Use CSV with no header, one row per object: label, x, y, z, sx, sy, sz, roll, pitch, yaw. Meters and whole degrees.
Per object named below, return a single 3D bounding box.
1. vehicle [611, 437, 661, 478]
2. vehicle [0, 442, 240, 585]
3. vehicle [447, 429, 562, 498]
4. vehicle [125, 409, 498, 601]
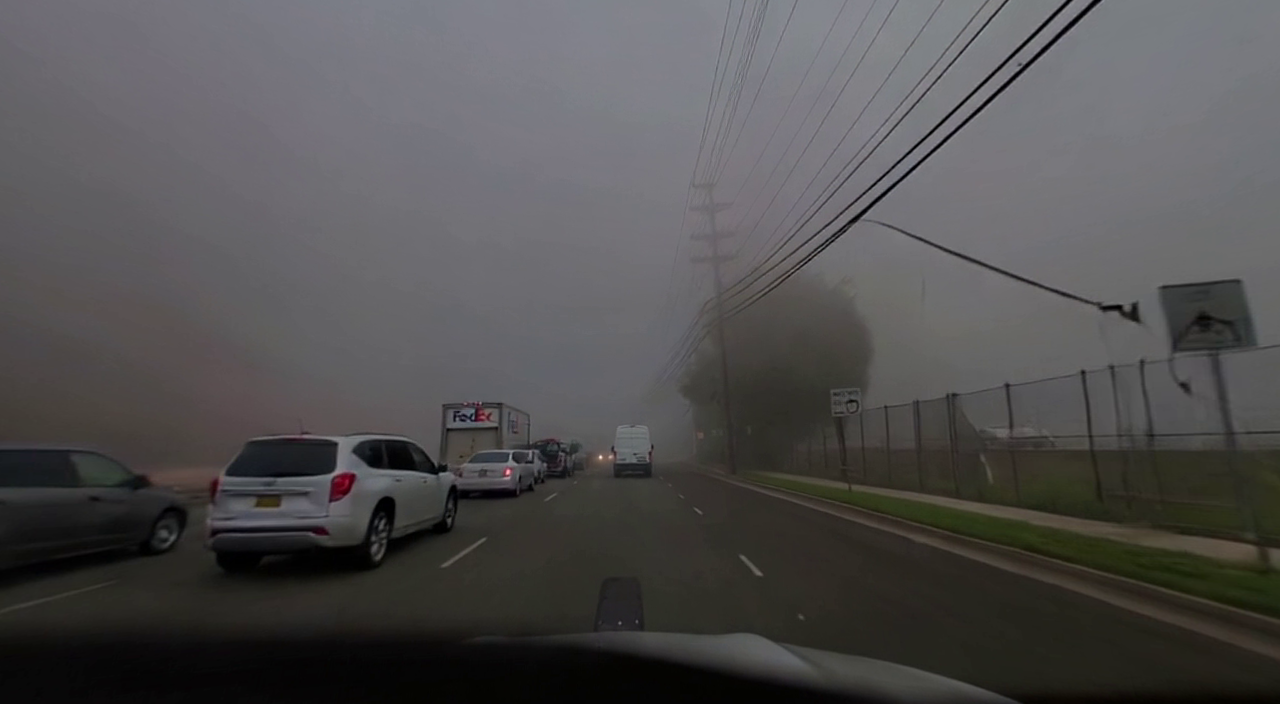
vehicle,-0.207,4.706,28.275,2.055,1.671,4.147,0,-8,-1
vehicle,-7.676,1.894,7.964,1.909,1.473,5.050,0,-8,0
vehicle,-3.896,3.317,19.141,2.263,1.803,4.868,0,-8,2
vehicle,-3.453,1.707,8.067,2.057,1.673,4.934,0,-8,1
